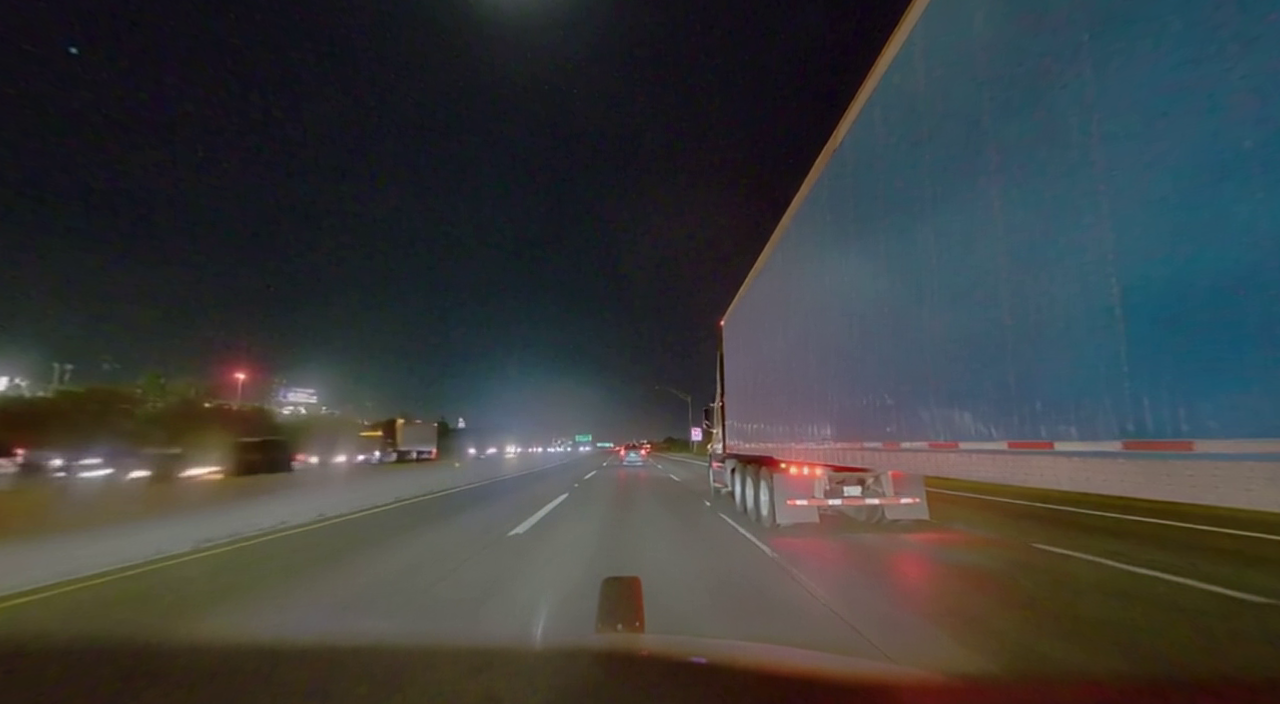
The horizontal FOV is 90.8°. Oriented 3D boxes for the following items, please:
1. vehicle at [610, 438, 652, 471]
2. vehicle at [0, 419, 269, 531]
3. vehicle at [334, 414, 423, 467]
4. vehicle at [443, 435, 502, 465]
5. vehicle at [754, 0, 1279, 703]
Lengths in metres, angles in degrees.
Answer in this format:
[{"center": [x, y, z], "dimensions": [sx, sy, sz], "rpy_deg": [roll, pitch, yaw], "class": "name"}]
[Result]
[{"center": [-0.500, 5.590, 34.495], "dimensions": [2.191, 1.685, 4.015], "rpy_deg": [0, -9, -1], "class": "vehicle"}, {"center": [-9.516, 2.225, 11.961], "dimensions": [2.153, 1.681, 4.705], "rpy_deg": [0, -9, -1], "class": "vehicle"}, {"center": [-17.902, 6.215, 43.859], "dimensions": [2.906, 3.329, 7.651], "rpy_deg": [0, -9, -1], "class": "vehicle"}, {"center": [-10.543, 6.244, 40.222], "dimensions": [2.472, 1.758, 4.813], "rpy_deg": [0, -9, -1], "class": "vehicle"}, {"center": [3.421, -0.343, 1.784], "dimensions": [2.996, 4.123, 15.965], "rpy_deg": [0, -9, -1], "class": "vehicle"}]
